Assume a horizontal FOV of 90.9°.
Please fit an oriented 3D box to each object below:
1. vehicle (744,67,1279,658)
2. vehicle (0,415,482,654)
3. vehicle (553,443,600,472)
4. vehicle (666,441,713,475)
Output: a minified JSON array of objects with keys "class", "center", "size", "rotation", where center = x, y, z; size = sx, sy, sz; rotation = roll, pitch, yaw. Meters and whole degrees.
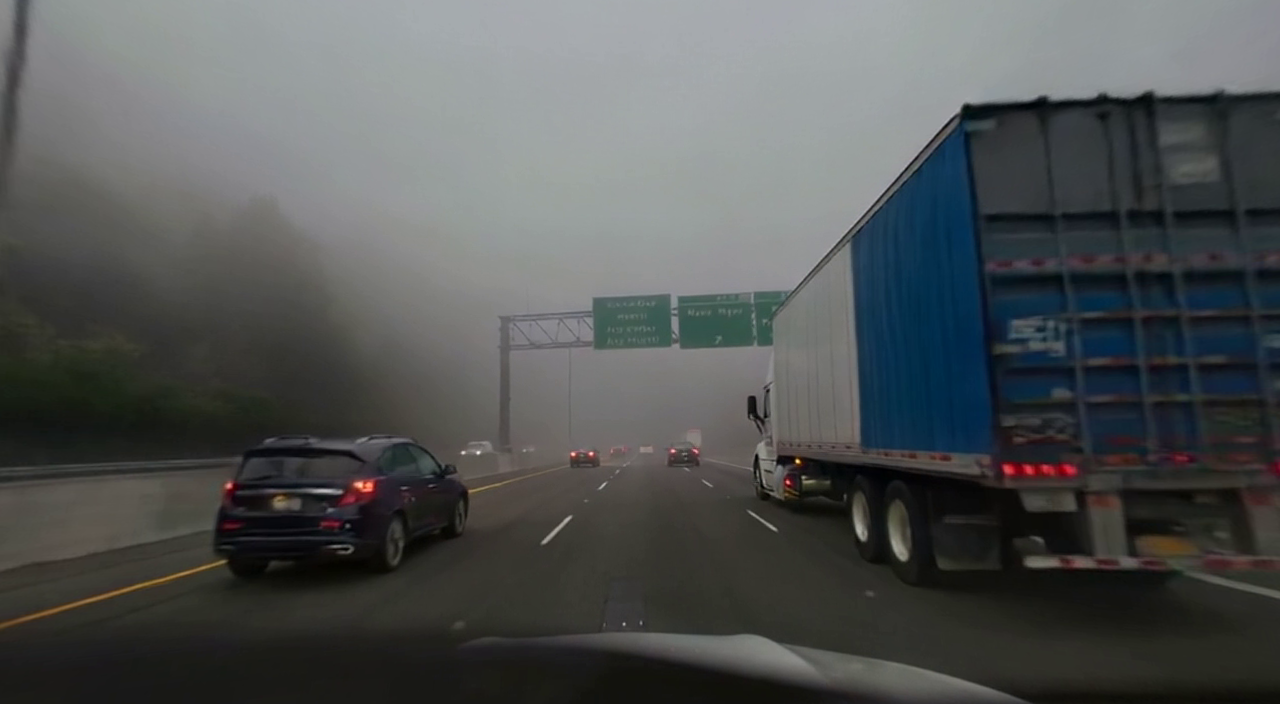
[{"class":"vehicle","center":[3.998,0.751,9.695],"size":[2.985,3.895,11.239],"rotation":[-1,-8,1]},{"class":"vehicle","center":[-3.406,1.608,6.849],"size":[1.974,1.589,5.047],"rotation":[-1,-8,1]},{"class":"vehicle","center":[-3.459,5.838,35.129],"size":[2.099,1.494,4.504],"rotation":[-1,-8,1]},{"class":"vehicle","center":[2.335,5.026,30.099],"size":[2.040,1.461,4.822],"rotation":[-1,-8,3]}]
